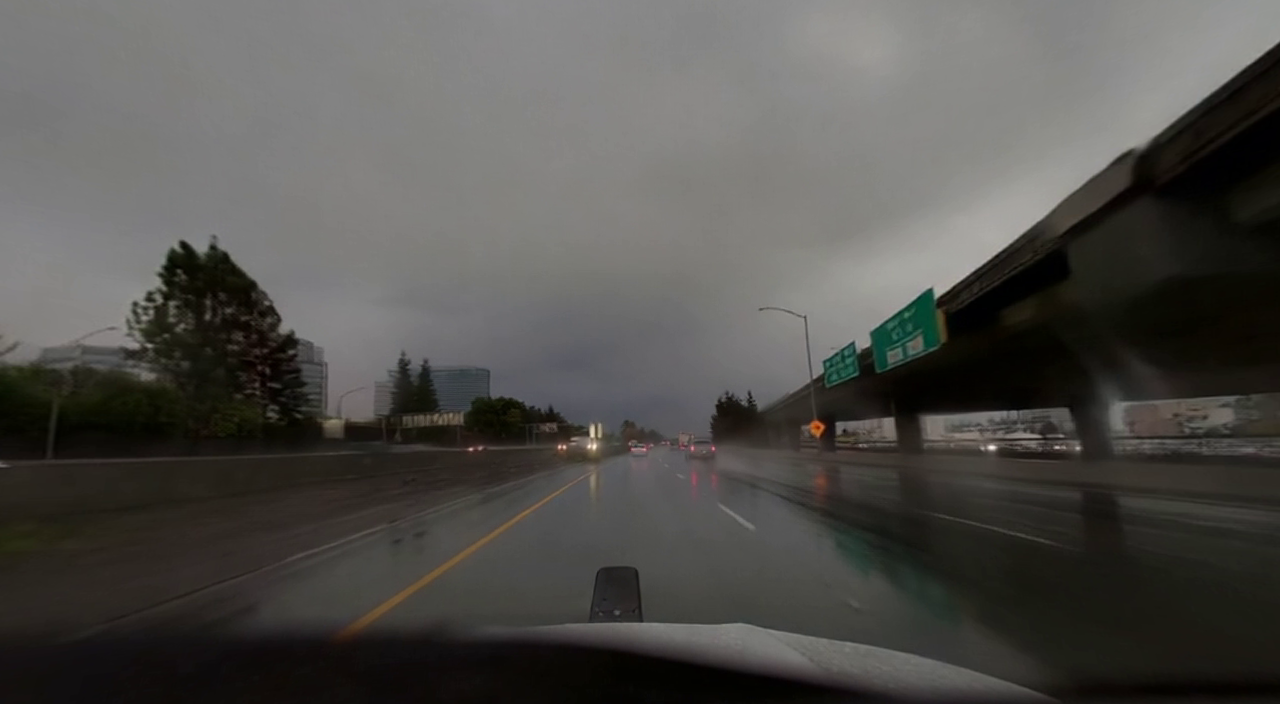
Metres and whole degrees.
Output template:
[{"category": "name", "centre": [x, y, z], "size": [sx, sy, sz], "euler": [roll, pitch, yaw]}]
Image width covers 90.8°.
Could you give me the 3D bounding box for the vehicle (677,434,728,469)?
[{"category": "vehicle", "centre": [3.373, 5.522, 35.166], "size": [2.226, 1.779, 4.835], "euler": [0, -9, -1]}]

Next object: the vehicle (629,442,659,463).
[{"category": "vehicle", "centre": [0.333, 7.323, 46.036], "size": [2.046, 1.475, 3.784], "euler": [0, -9, 1]}]
